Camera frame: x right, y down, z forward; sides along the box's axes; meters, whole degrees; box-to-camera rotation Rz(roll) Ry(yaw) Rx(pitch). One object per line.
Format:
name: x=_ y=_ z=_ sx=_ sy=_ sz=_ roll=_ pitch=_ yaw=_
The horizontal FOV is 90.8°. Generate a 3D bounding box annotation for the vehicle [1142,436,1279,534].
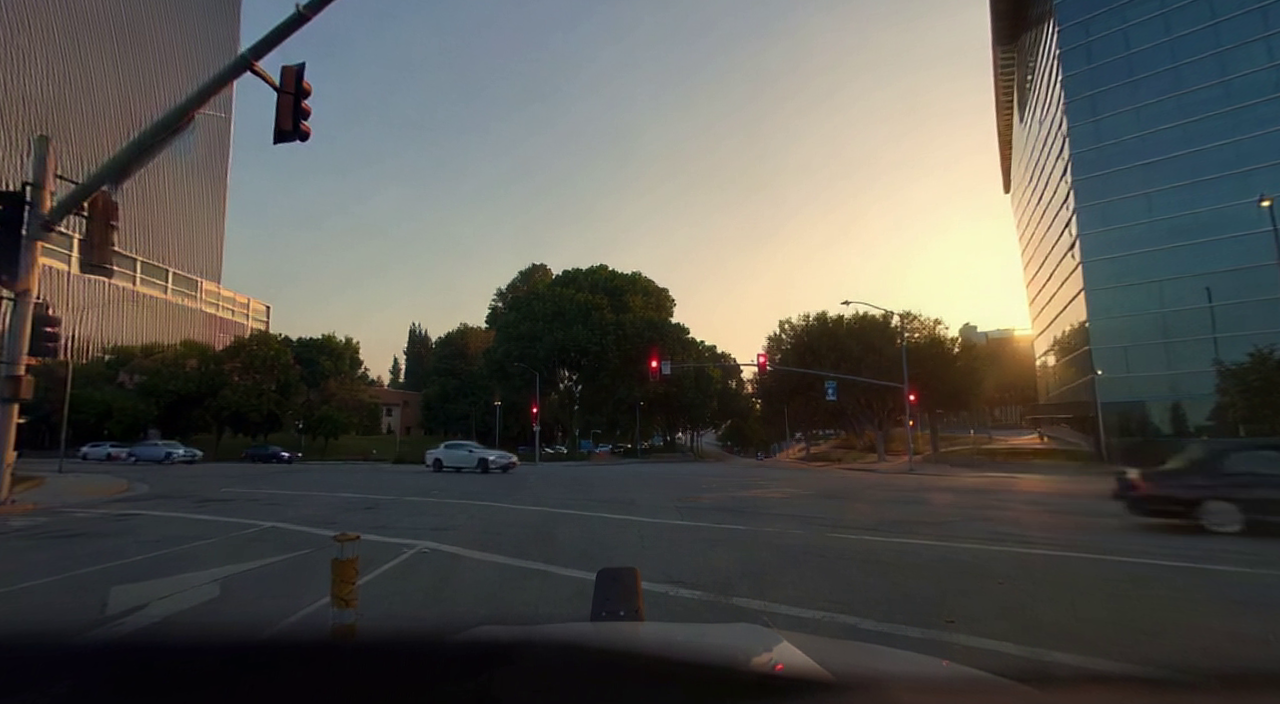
vehicle: x=10.932 y=2.044 z=9.805 sx=4.798 sy=1.461 sz=1.939 roll=-7 pitch=-11 yaw=37

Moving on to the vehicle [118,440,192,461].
vehicle: x=-36.123 y=7.307 z=47.011 sx=5.408 sy=1.505 sz=2.091 roll=-5 pitch=-10 yaw=27

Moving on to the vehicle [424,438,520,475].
vehicle: x=-7.538 y=4.652 z=28.222 sx=4.110 sy=1.511 sz=1.883 roll=-6 pitch=-10 yaw=35
